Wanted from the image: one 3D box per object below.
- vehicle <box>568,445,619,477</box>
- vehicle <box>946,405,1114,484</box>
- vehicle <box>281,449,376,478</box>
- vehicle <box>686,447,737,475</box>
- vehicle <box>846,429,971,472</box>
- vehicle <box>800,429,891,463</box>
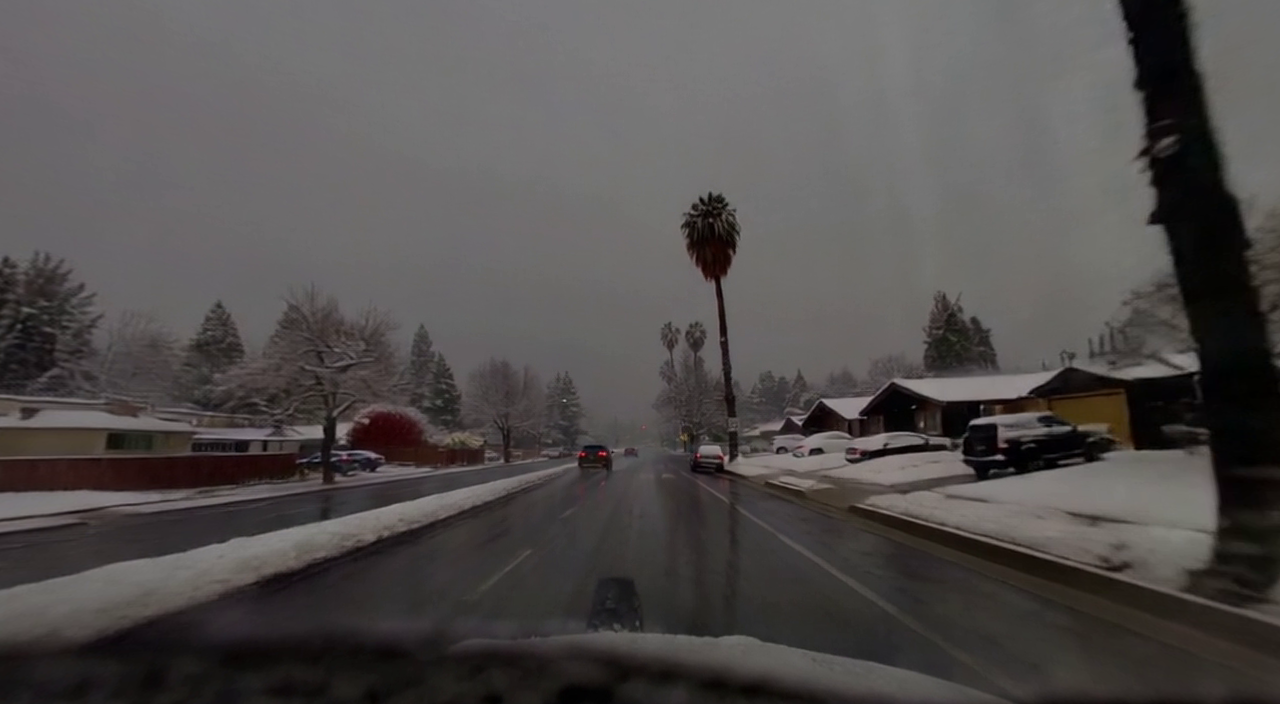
[{"bbox_3d":[-2.241,5.389,31.597,2.035,1.474,4.284,0,-9,3],"label":"vehicle"},{"bbox_3d":[11.236,2.627,18.145,4.531,1.864,2.037,1,-10,-32],"label":"vehicle"},{"bbox_3d":[-19.757,7.046,40.171,4.992,1.779,1.928,0,-9,3],"label":"vehicle"},{"bbox_3d":[3.891,6.023,35.233,2.025,1.456,4.865,1,-9,-3],"label":"vehicle"},{"bbox_3d":[11.524,4.254,27.330,4.454,1.499,1.821,-3,-9,-2],"label":"vehicle"},{"bbox_3d":[12.180,5.621,37.689,4.710,1.731,1.972,-4,-10,7],"label":"vehicle"}]
